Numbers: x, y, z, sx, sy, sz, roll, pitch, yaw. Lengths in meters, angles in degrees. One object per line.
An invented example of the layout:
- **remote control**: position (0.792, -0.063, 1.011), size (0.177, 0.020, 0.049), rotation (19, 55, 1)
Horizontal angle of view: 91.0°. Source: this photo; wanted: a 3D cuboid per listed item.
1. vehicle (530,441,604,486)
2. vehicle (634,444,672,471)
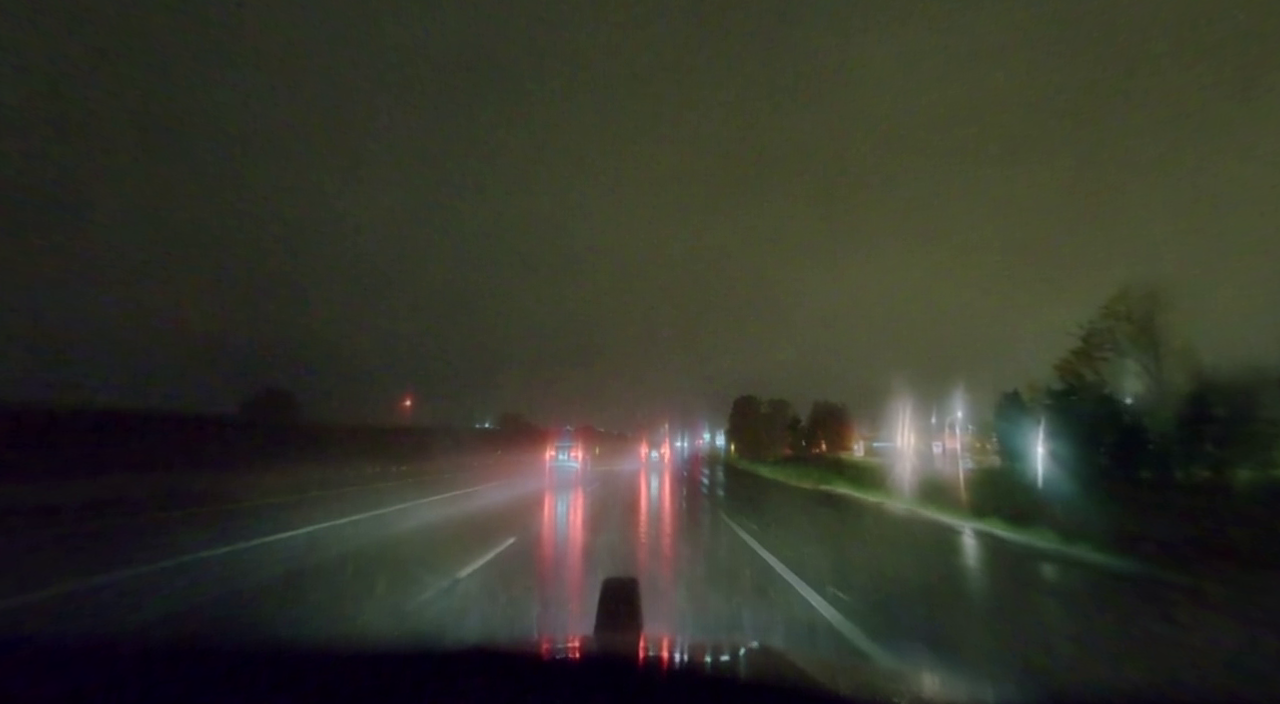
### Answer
- **vehicle**: position (-2.693, 4.242, 24.288), size (2.129, 1.563, 4.387), rotation (0, -9, 2)
- **vehicle**: position (0.775, 6.269, 37.614), size (2.129, 1.502, 4.321), rotation (0, -9, 1)
